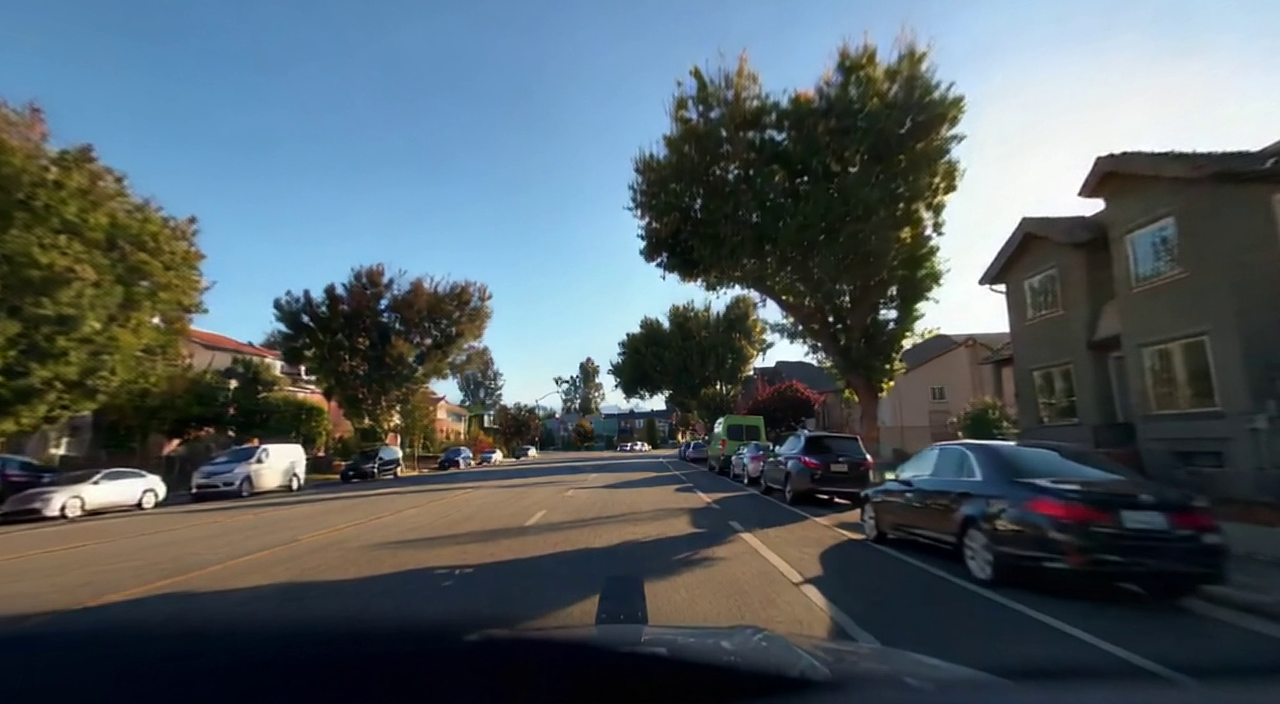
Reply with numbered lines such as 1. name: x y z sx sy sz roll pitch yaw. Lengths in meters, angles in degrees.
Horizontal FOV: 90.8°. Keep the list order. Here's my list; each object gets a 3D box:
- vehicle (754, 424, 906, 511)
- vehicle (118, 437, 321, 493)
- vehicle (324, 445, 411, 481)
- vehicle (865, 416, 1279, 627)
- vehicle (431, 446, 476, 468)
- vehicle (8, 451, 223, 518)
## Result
1. vehicle: 4.212 2.639 14.934 2.067 1.706 4.506 0 -8 -2
2. vehicle: -15.376 4.150 23.417 5.783 1.904 2.289 0 -8 -3
3. vehicle: -13.682 5.554 32.105 2.045 1.636 5.214 -1 -8 1
4. vehicle: 4.258 1.551 6.828 1.862 1.515 4.233 0 -8 -3
5. vehicle: -13.798 7.745 46.966 1.923 1.535 4.862 0 -8 -1
6. vehicle: -13.617 3.423 16.859 2.141 1.463 4.245 0 -8 -1
